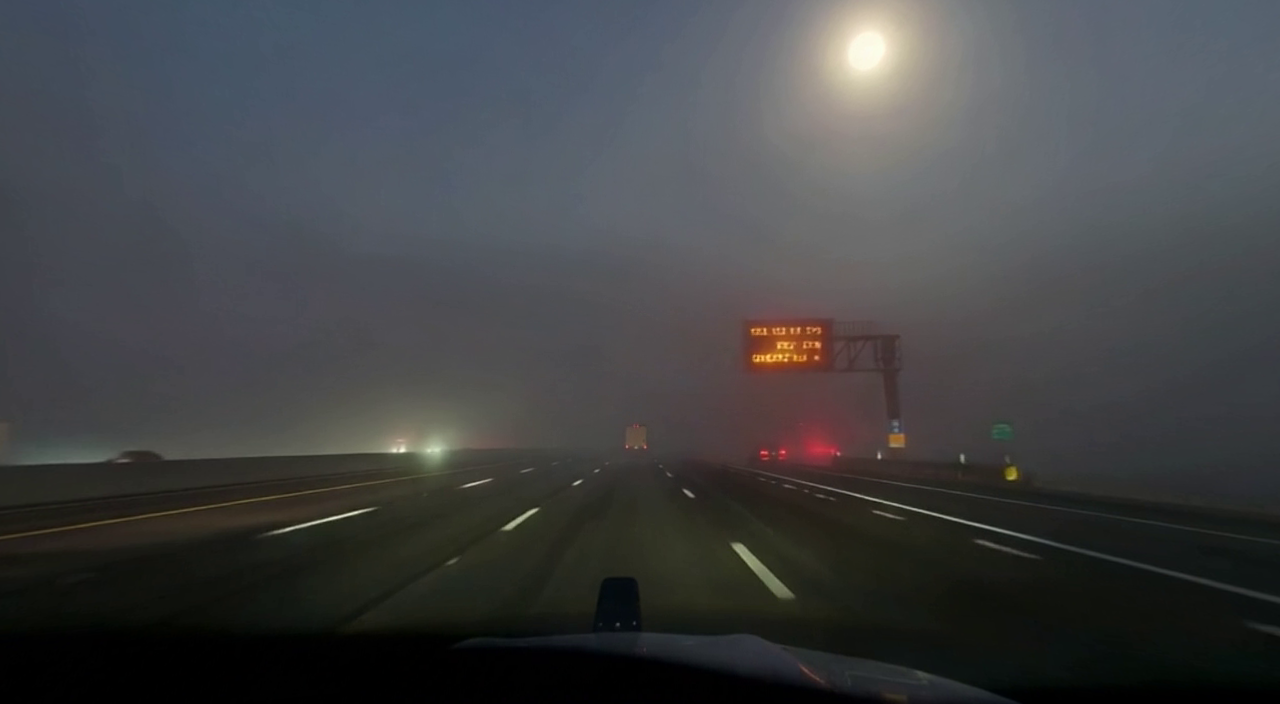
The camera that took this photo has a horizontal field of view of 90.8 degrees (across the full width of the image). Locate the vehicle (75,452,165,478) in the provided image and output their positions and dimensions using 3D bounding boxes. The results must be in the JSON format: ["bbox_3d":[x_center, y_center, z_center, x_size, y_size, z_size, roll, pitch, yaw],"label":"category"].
[{"bbox_3d":[-33.454,7.266,40.833,1.820,1.499,4.637,0,-8,0],"label":"vehicle"}]
